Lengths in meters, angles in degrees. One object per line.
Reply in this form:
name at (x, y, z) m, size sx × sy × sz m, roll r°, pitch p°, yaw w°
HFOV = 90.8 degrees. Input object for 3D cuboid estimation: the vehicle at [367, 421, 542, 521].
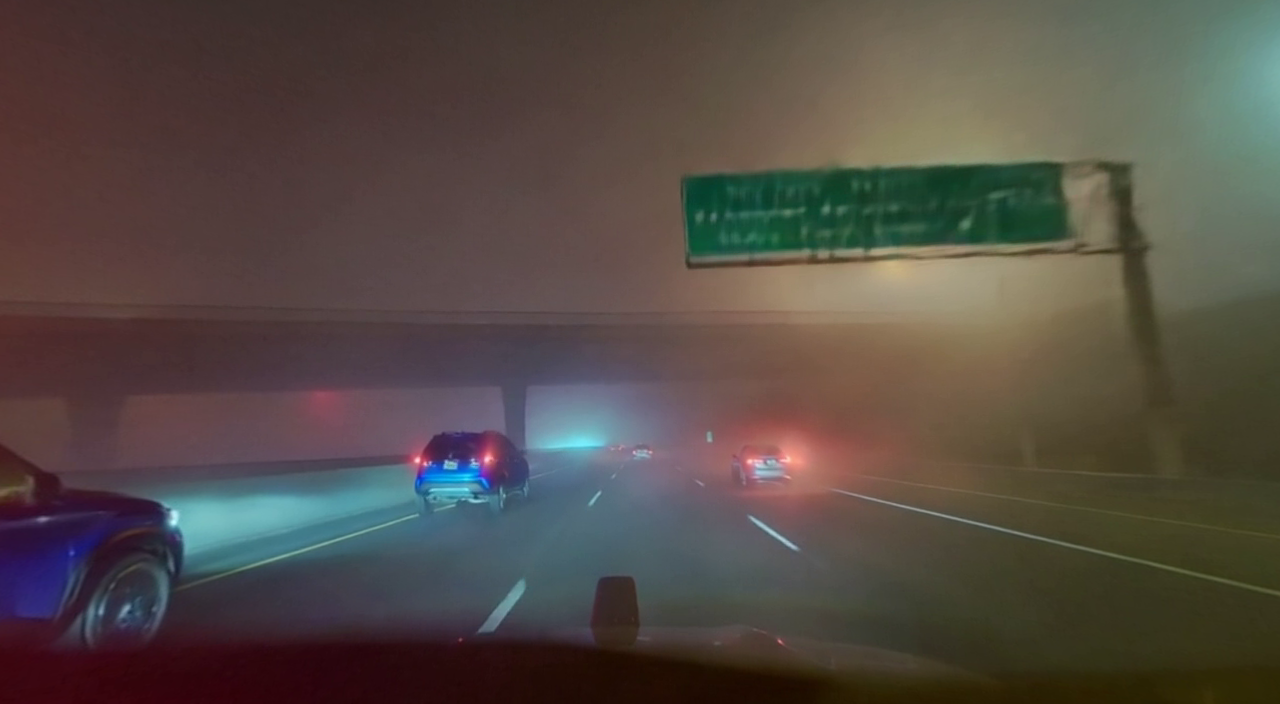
vehicle at (-3.378, 2.267, 12.526) m, size 2.193 × 1.641 × 4.077 m, roll 0°, pitch -8°, yaw 0°

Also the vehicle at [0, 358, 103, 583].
vehicle at (-6.797, 0.804, 3.934) m, size 2.327 × 1.958 × 5.113 m, roll 0°, pitch -8°, yaw 0°

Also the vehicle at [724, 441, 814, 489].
vehicle at (4.172, 3.728, 21.266) m, size 2.083 × 1.453 × 4.307 m, roll 0°, pitch -8°, yaw -1°

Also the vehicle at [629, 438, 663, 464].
vehicle at (0.428, 7.308, 46.795) m, size 2.428 × 1.841 × 4.402 m, roll 0°, pitch -8°, yaw 0°
